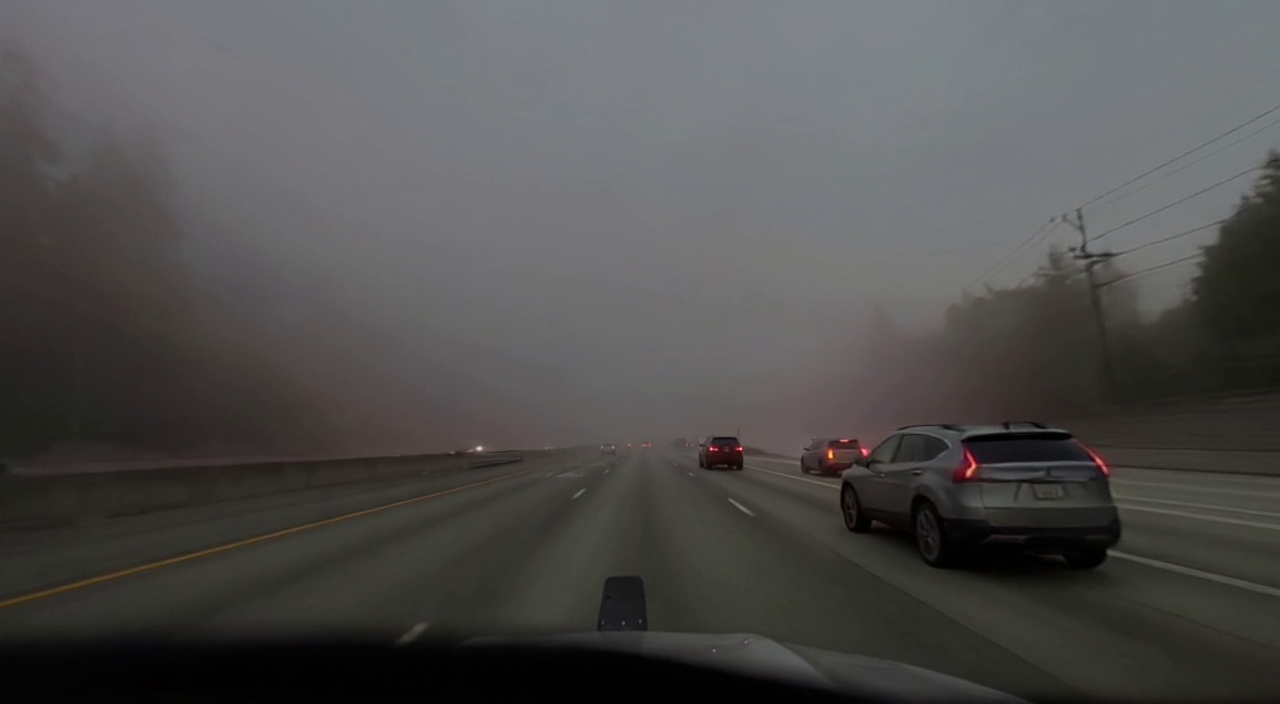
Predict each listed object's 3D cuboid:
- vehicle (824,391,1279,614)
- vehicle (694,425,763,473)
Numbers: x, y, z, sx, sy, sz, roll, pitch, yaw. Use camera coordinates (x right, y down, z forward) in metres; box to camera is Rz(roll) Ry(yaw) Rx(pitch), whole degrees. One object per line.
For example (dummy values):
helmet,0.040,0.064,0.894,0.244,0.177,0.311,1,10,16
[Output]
vehicle,3.798,1.433,6.991,2.146,1.639,4.475,0,-8,0
vehicle,3.993,4.525,29.566,2.442,2.022,5.466,0,-8,0
